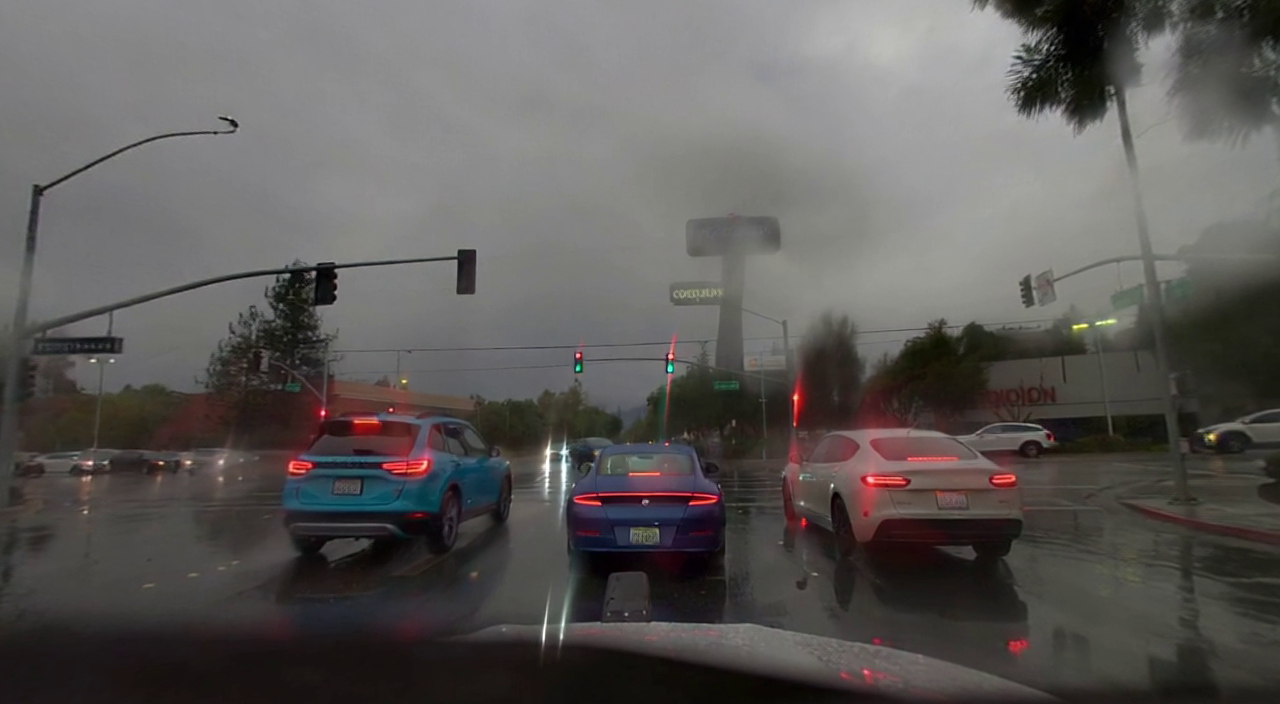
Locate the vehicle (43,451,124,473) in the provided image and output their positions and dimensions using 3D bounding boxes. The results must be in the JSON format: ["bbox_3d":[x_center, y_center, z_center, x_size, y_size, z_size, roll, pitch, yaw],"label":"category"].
[{"bbox_3d":[-41.290,8.159,46.803,4.195,1.533,1.752,0,-8,-3],"label":"vehicle"}]

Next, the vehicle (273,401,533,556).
[{"bbox_3d":[-3.170,1.830,9.800,2.061,1.781,4.842,0,-8,1],"label":"vehicle"}]

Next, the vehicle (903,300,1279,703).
[{"bbox_3d":[3.104,0.801,2.540,2.143,1.759,4.531,0,-8,0],"label":"vehicle"}]

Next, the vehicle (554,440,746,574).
[{"bbox_3d":[0.116,1.872,8.388,1.945,1.343,3.827,0,-8,1],"label":"vehicle"}]

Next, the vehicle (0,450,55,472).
[{"bbox_3d":[-46.156,7.968,46.175,4.545,1.558,1.833,0,-8,-4],"label":"vehicle"}]
